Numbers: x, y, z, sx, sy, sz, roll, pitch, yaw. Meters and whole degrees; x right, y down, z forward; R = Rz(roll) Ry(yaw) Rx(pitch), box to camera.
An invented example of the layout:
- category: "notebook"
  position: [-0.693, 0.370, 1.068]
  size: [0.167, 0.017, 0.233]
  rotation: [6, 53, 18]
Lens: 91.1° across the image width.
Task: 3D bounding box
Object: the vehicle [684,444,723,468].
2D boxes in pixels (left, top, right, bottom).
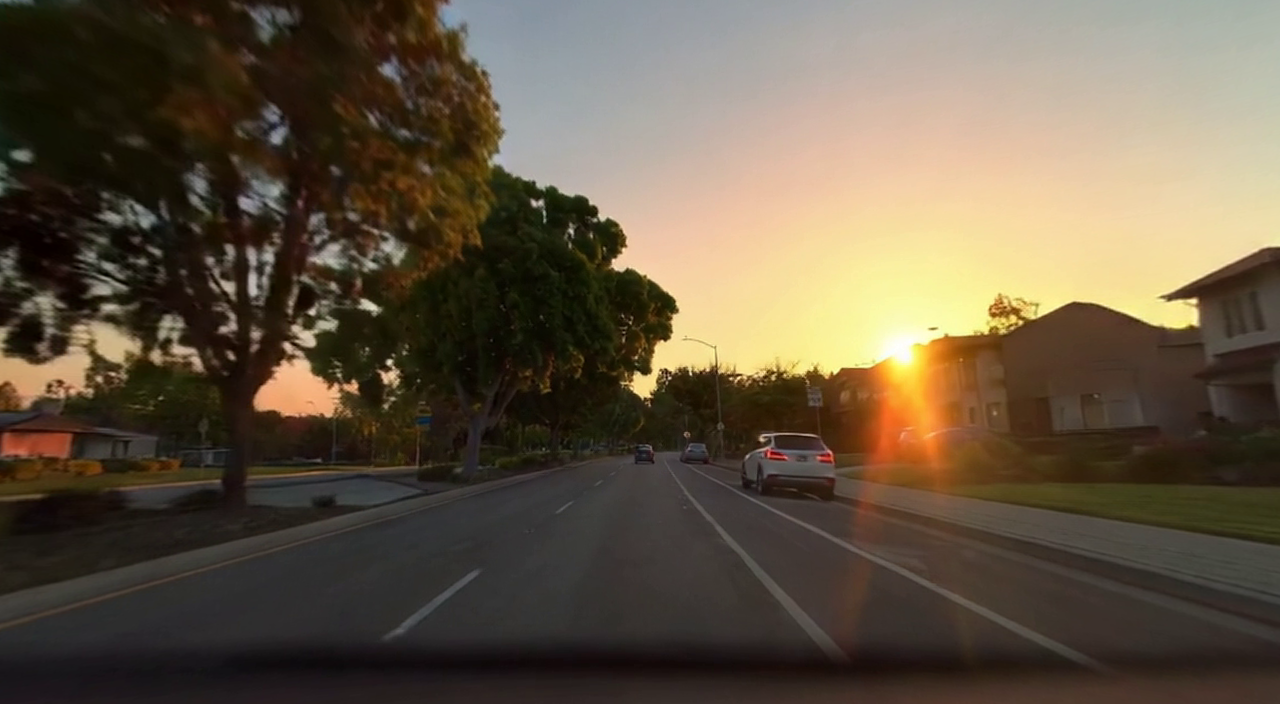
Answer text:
- category: "vehicle"
  position: [4.212, 7.023, 42.380]
  size: [2.069, 1.491, 4.676]
  rotation: [1, -9, -1]

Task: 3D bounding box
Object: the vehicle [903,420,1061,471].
- category: "vehicle"
  position: [12.724, 3.491, 23.615]
  size: [4.694, 1.622, 2.067]
  rotation: [-2, -7, 1]

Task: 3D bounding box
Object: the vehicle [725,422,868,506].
- category: "vehicle"
  position: [3.790, 2.853, 16.478]
  size: [2.203, 1.828, 5.336]
  rotation: [0, -9, -2]

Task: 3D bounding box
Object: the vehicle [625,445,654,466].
- category: "vehicle"
  position: [-0.034, 7.628, 46.391]
  size: [2.054, 1.456, 4.003]
  rotation: [0, -8, 1]
